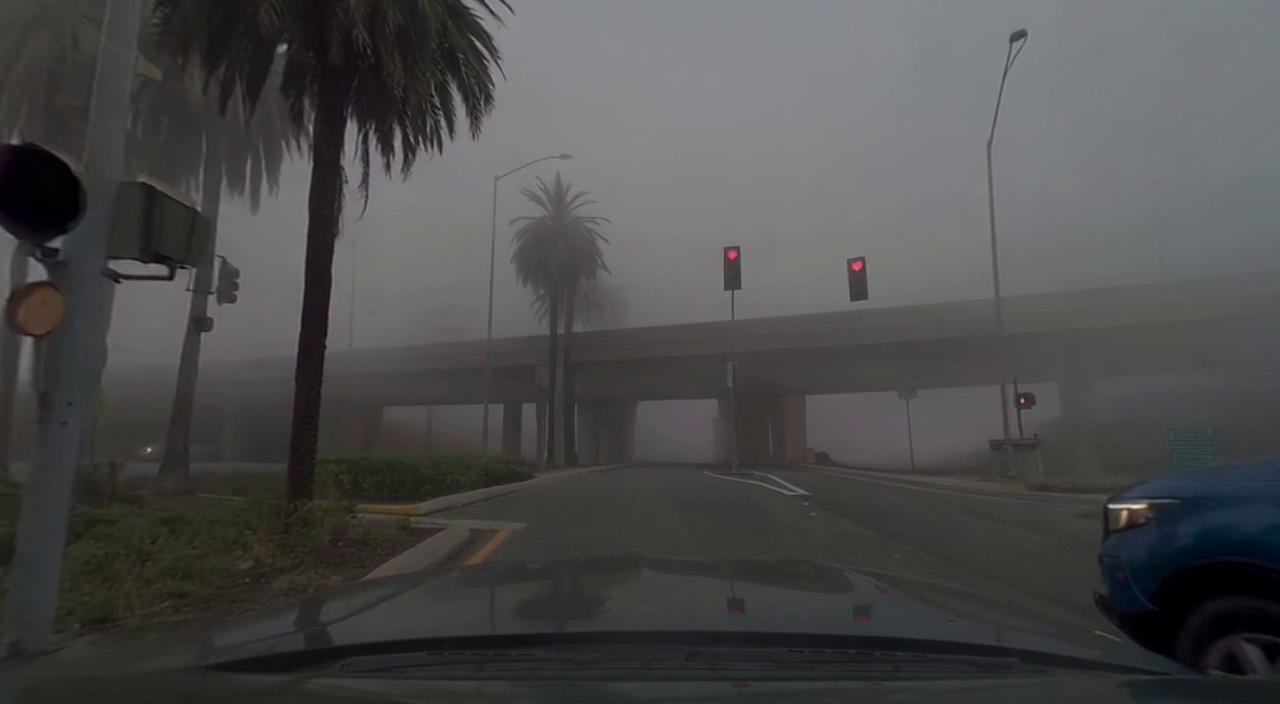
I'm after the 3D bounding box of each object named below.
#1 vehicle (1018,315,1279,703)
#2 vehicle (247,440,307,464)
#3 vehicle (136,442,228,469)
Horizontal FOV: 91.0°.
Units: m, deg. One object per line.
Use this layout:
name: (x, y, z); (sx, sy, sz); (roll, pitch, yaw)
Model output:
vehicle: (3.445, 0.631, 1.602); (2.028, 1.770, 4.737); (0, -9, 1)
vehicle: (-26.260, 7.212, 45.640); (1.941, 1.631, 4.017); (0, -9, 0)
vehicle: (-26.554, 6.021, 36.681); (1.830, 1.443, 4.551); (0, -9, 2)
